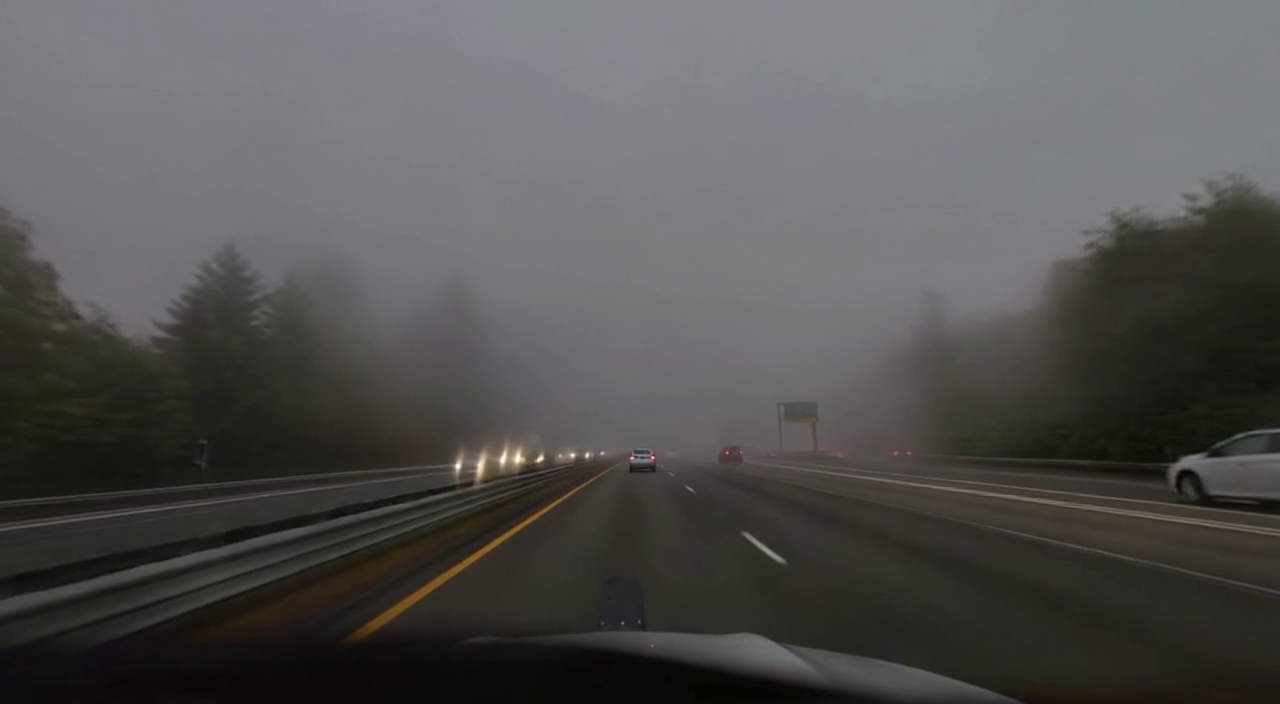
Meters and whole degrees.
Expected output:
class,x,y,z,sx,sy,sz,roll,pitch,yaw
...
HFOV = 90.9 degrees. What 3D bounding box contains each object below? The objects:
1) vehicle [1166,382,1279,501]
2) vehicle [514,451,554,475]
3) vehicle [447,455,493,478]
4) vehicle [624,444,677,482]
class,x,y,z,sx,sy,sz,roll,pitch,yaw
vehicle,14.415,1.863,13.175,2.115,2.446,5.323,0,-9,0
vehicle,-6.932,7.278,41.550,1.956,1.486,3.661,0,-9,1
vehicle,-11.886,8.008,44.410,1.929,1.505,4.526,0,-9,1
vehicle,0.428,4.958,28.393,2.177,1.520,4.278,0,-9,0
